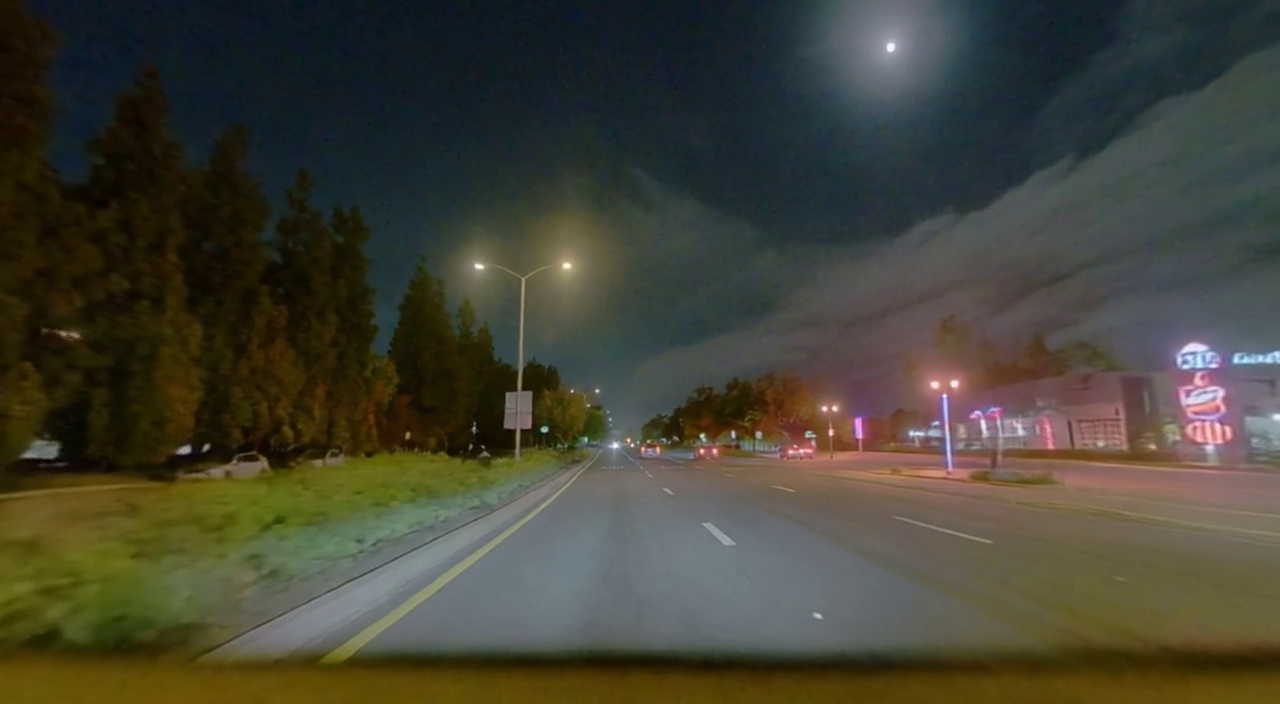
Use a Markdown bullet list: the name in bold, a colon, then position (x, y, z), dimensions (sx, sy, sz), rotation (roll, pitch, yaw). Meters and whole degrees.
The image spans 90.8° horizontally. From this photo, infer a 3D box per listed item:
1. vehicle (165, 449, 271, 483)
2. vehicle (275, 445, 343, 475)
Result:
- **vehicle**: position (-20.088, 5.413, 30.347), dimensions (1.915, 1.477, 4.773), rotation (0, -8, -2)
- **vehicle**: position (-20.501, 6.672, 39.348), dimensions (1.957, 1.643, 4.460), rotation (0, -7, -2)
